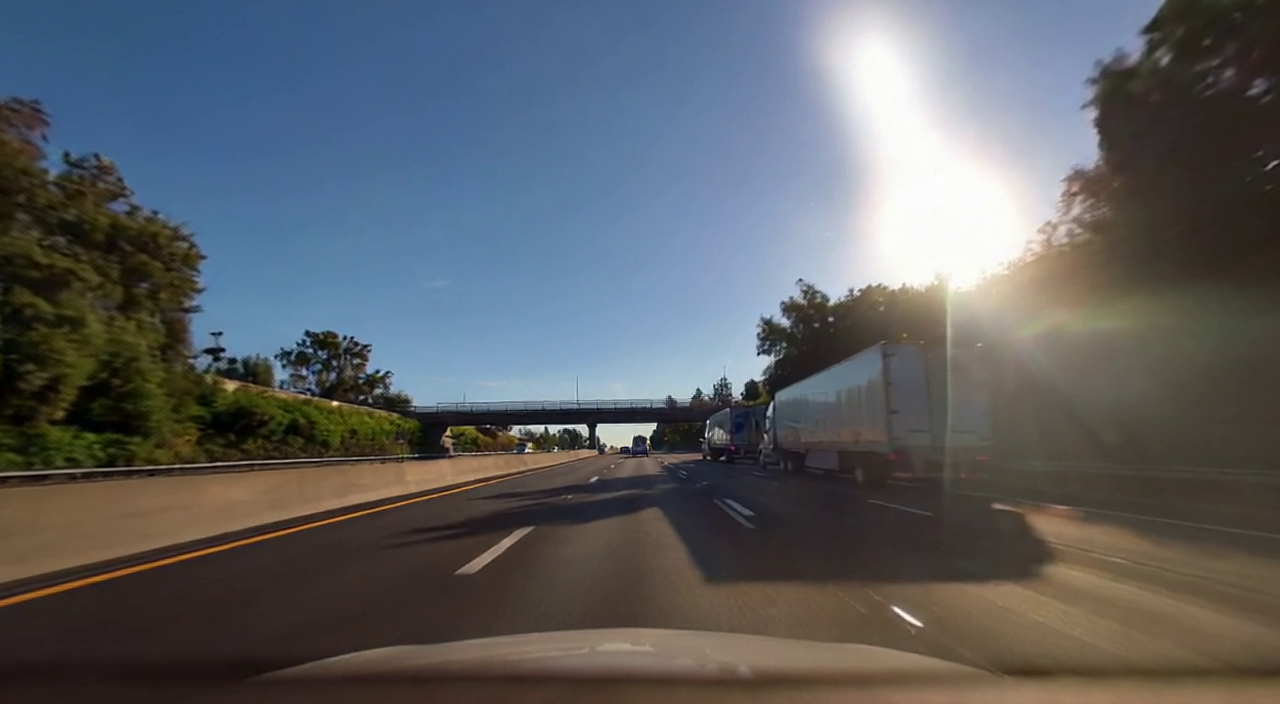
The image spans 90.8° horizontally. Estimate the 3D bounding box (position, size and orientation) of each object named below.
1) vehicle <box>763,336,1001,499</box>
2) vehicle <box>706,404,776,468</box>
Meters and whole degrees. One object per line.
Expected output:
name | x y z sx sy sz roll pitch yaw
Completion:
vehicle | 7.388 2.700 22.841 2.906 4.070 14.134 0 -9 0
vehicle | 7.219 6.515 47.785 2.937 4.105 14.800 0 -9 0
